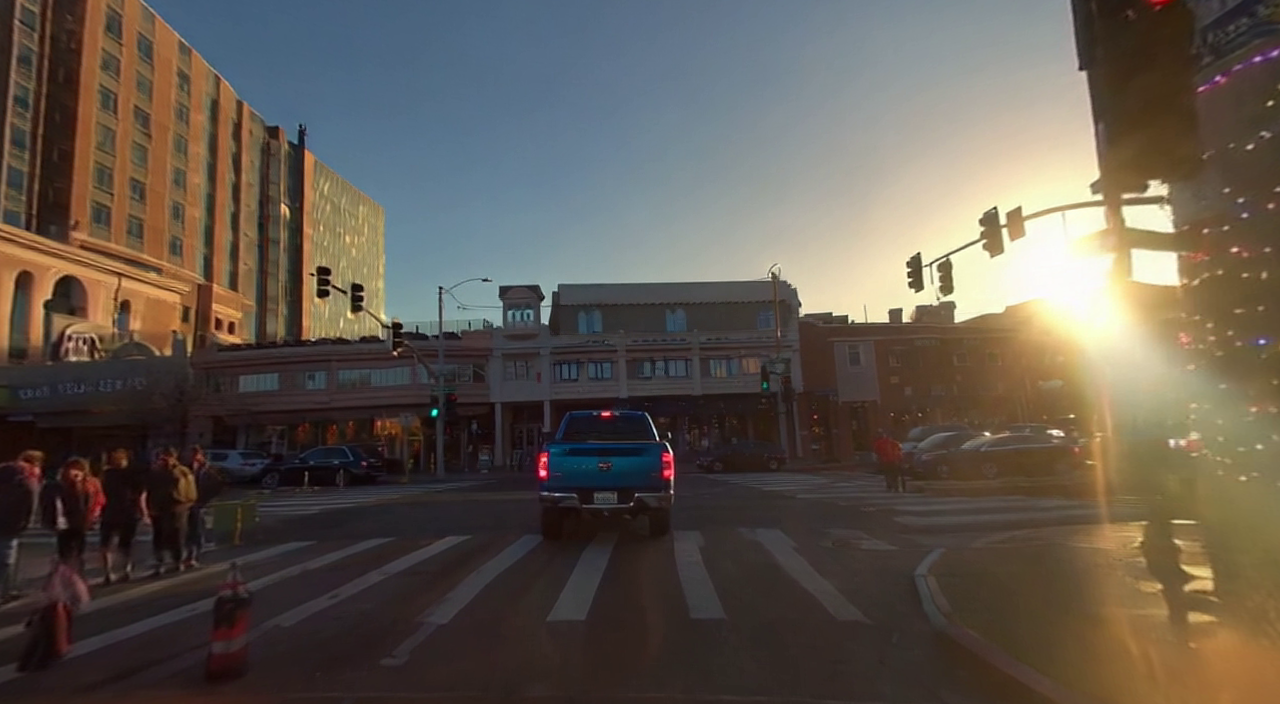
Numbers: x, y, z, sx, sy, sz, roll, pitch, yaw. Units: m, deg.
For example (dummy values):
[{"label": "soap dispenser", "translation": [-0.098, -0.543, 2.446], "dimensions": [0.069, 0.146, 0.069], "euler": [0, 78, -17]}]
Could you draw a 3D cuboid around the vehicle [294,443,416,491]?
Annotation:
[{"label": "vehicle", "translation": [-13.248, 5.342, 29.498], "dimensions": [4.799, 1.909, 2.011], "euler": [-3, -7, 2]}]

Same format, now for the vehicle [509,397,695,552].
[{"label": "vehicle", "translation": [-0.801, 2.032, 11.243], "dimensions": [2.477, 2.020, 5.534], "euler": [1, -8, -7]}]

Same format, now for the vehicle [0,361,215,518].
[{"label": "vehicle", "translation": [-22.088, 2.845, 20.618], "dimensions": [13.729, 4.662, 3.300], "euler": [0, -8, 0]}]

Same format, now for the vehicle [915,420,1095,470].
[{"label": "vehicle", "translation": [11.592, 2.991, 20.241], "dimensions": [4.600, 1.506, 1.878], "euler": [0, -8, -2]}]

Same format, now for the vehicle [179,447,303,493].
[{"label": "vehicle", "translation": [-18.633, 5.493, 29.614], "dimensions": [4.398, 2.057, 1.959], "euler": [0, -8, -1]}]

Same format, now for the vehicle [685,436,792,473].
[{"label": "vehicle", "translation": [4.286, 4.554, 28.033], "dimensions": [4.515, 1.583, 1.920], "euler": [-1, -8, 3]}]

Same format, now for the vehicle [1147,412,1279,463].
[{"label": "vehicle", "translation": [19.292, 2.753, 20.266], "dimensions": [4.390, 1.552, 1.925], "euler": [0, -8, -4]}]
